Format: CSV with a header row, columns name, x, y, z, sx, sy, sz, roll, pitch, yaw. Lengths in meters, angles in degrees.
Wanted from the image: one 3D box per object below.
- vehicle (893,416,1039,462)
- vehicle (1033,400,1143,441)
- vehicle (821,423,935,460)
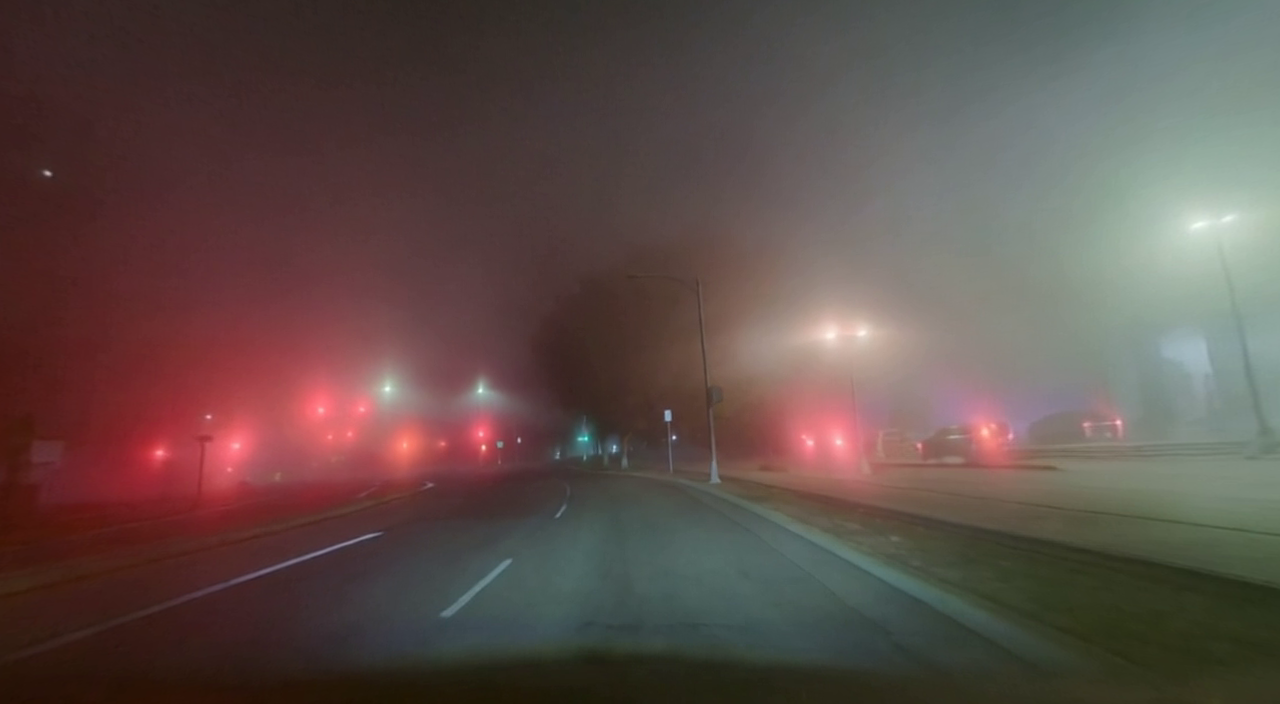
name,x,y,z,sx,sy,sz,roll,pitch,yaw
vehicle,11.960,3.238,23.342,4.332,1.581,2.028,2,-9,-10
vehicle,31.240,4.813,44.203,5.870,1.998,2.092,-14,-9,39
vehicle,10.733,4.094,28.641,4.400,1.584,1.964,2,-9,-12
